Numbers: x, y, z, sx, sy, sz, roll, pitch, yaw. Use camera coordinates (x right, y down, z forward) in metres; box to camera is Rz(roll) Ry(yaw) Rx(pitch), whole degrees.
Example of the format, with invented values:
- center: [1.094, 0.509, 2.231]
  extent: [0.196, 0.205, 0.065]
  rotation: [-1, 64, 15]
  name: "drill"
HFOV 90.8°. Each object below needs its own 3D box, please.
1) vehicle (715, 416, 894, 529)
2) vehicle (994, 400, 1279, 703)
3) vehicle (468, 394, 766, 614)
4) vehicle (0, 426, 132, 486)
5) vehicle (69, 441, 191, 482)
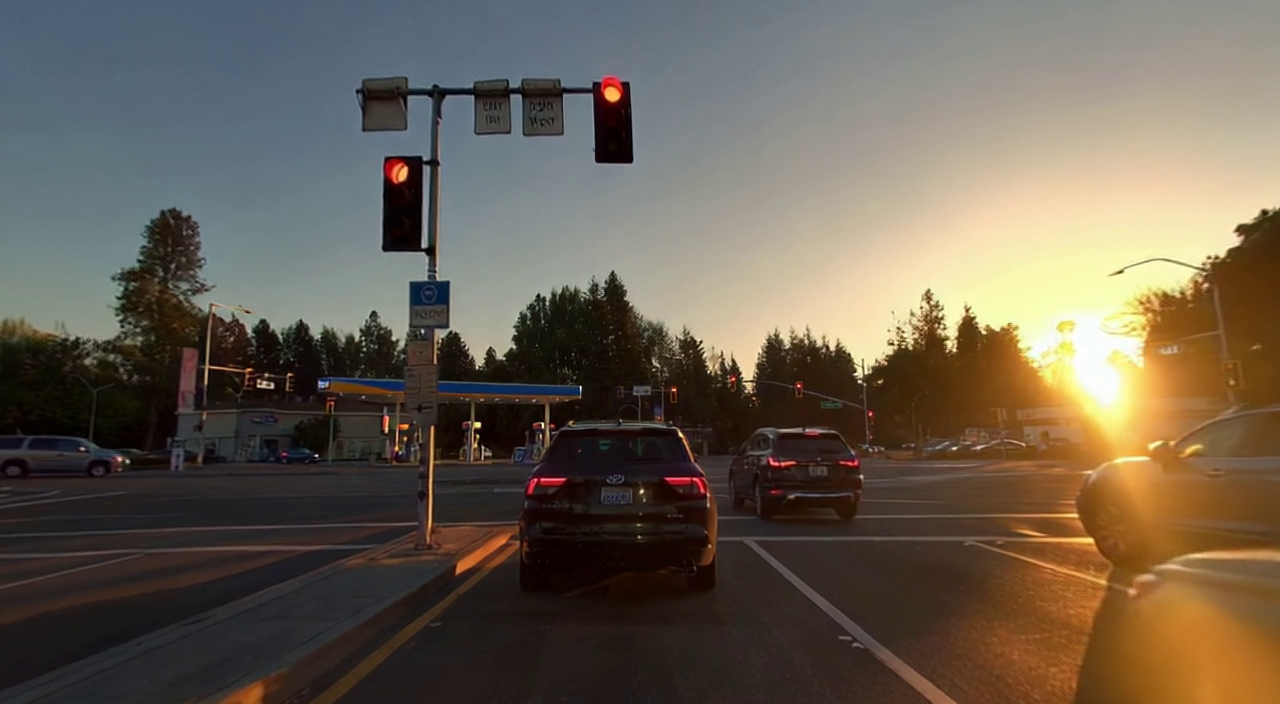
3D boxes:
- center: [2.890, 2.244, 12.335]
  extent: [2.060, 1.783, 4.411]
  rotation: [0, -9, -3]
  name: "vehicle"
- center: [3.089, 0.794, 1.405]
  extent: [1.965, 1.460, 4.581]
  rotation: [0, -9, 0]
  name: "vehicle"
- center: [-0.212, 1.553, 7.406]
  extent: [2.351, 1.733, 4.616]
  rotation: [0, -9, -1]
  name: "vehicle"
- center: [-28.956, 5.013, 30.574]
  extent: [6.772, 2.769, 2.305]
  rotation: [-1, -9, 3]
  name: "vehicle"
- center: [-26.650, 5.725, 33.130]
  extent: [4.658, 1.911, 2.162]
  rotation: [-2, -9, 5]
  name: "vehicle"
